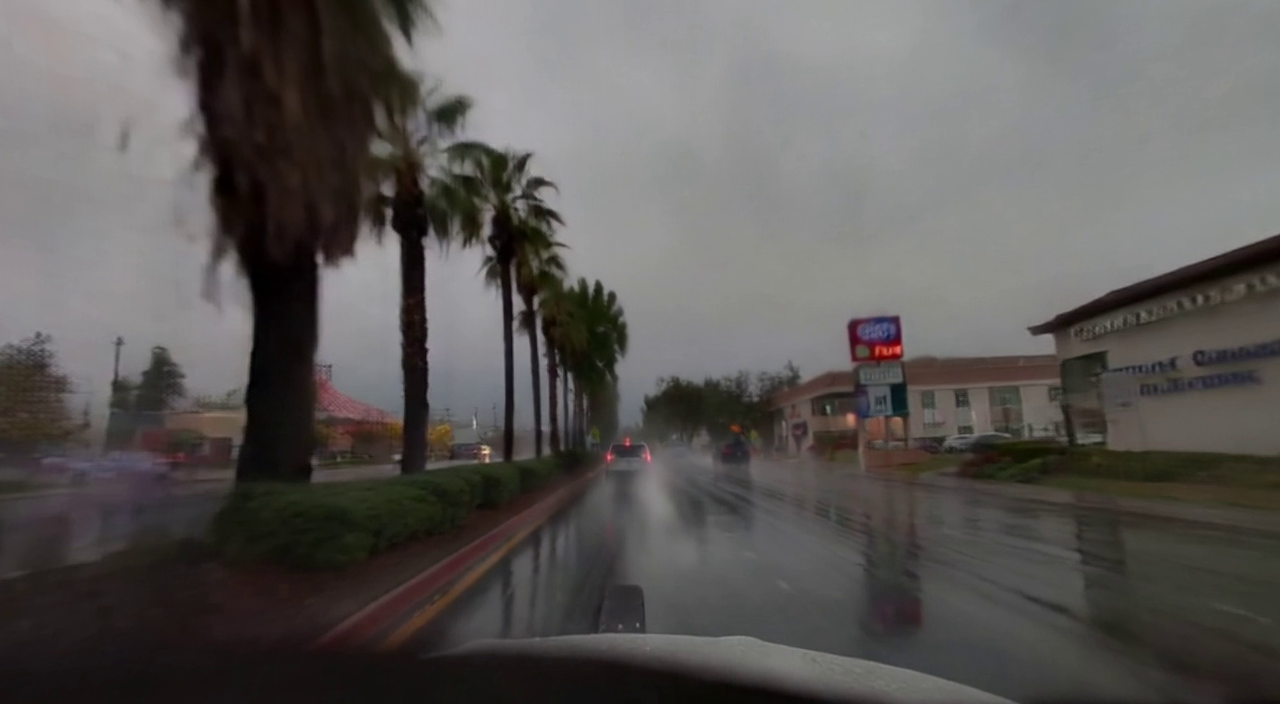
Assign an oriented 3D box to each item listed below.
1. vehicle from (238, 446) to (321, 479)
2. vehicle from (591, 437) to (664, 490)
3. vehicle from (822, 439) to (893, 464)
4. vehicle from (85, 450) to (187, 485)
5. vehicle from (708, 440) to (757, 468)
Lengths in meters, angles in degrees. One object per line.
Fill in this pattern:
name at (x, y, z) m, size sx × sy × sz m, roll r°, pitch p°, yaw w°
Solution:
vehicle at (-19.302, 5.918, 34.050) m, size 2.021 × 1.666 × 4.247 m, roll 0°, pitch -9°, yaw -1°
vehicle at (-0.367, 3.529, 20.293) m, size 2.106 × 1.496 × 3.964 m, roll 0°, pitch -9°, yaw 0°
vehicle at (15.752, 7.199, 45.890) m, size 4.358 × 1.732 × 2.129 m, roll 0°, pitch -9°, yaw -3°
vehicle at (-27.047, 6.170, 34.151) m, size 1.934 × 1.736 × 4.341 m, roll 0°, pitch -9°, yaw -1°
vehicle at (5.744, 6.383, 39.727) m, size 2.244 × 1.618 × 4.585 m, roll 0°, pitch -9°, yaw -2°
